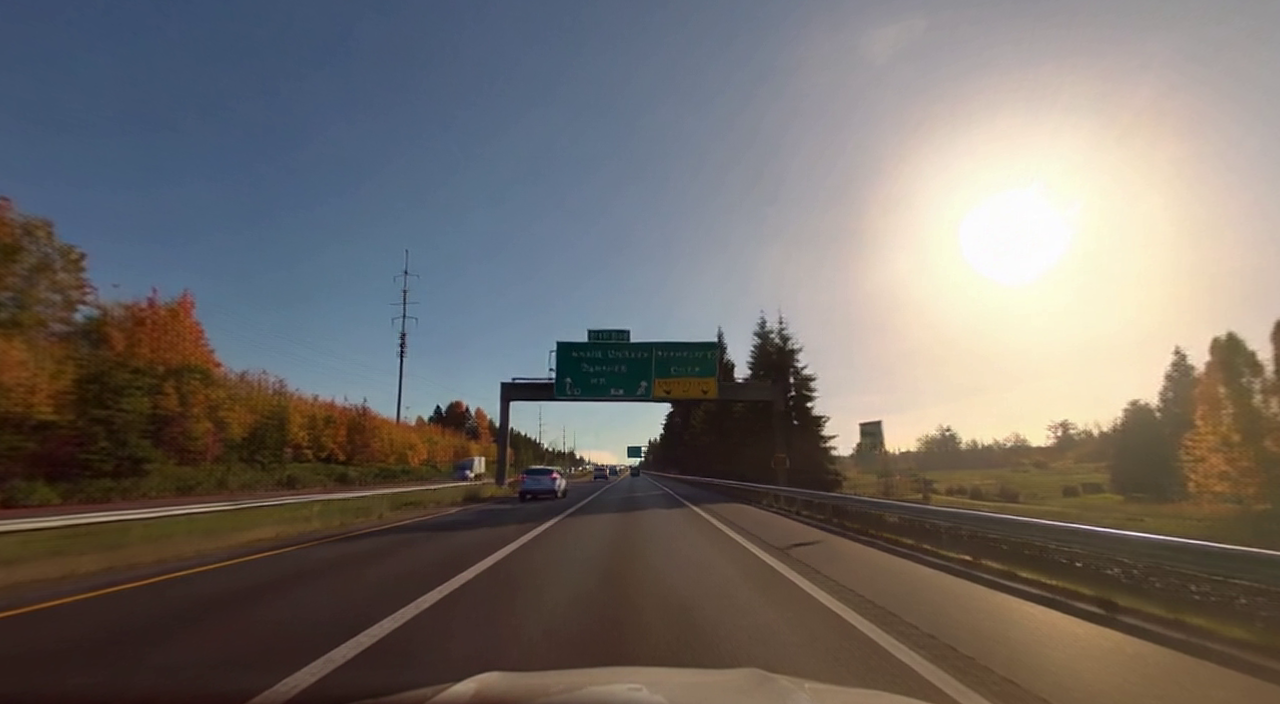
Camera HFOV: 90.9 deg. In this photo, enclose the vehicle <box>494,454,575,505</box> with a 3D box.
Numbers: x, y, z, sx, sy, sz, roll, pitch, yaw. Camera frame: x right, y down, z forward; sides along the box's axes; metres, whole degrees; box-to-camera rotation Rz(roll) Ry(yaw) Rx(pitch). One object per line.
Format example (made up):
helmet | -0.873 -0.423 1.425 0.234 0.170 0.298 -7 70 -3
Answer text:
vehicle | -4.158 5.204 25.941 2.254 1.809 5.839 1 -10 1
